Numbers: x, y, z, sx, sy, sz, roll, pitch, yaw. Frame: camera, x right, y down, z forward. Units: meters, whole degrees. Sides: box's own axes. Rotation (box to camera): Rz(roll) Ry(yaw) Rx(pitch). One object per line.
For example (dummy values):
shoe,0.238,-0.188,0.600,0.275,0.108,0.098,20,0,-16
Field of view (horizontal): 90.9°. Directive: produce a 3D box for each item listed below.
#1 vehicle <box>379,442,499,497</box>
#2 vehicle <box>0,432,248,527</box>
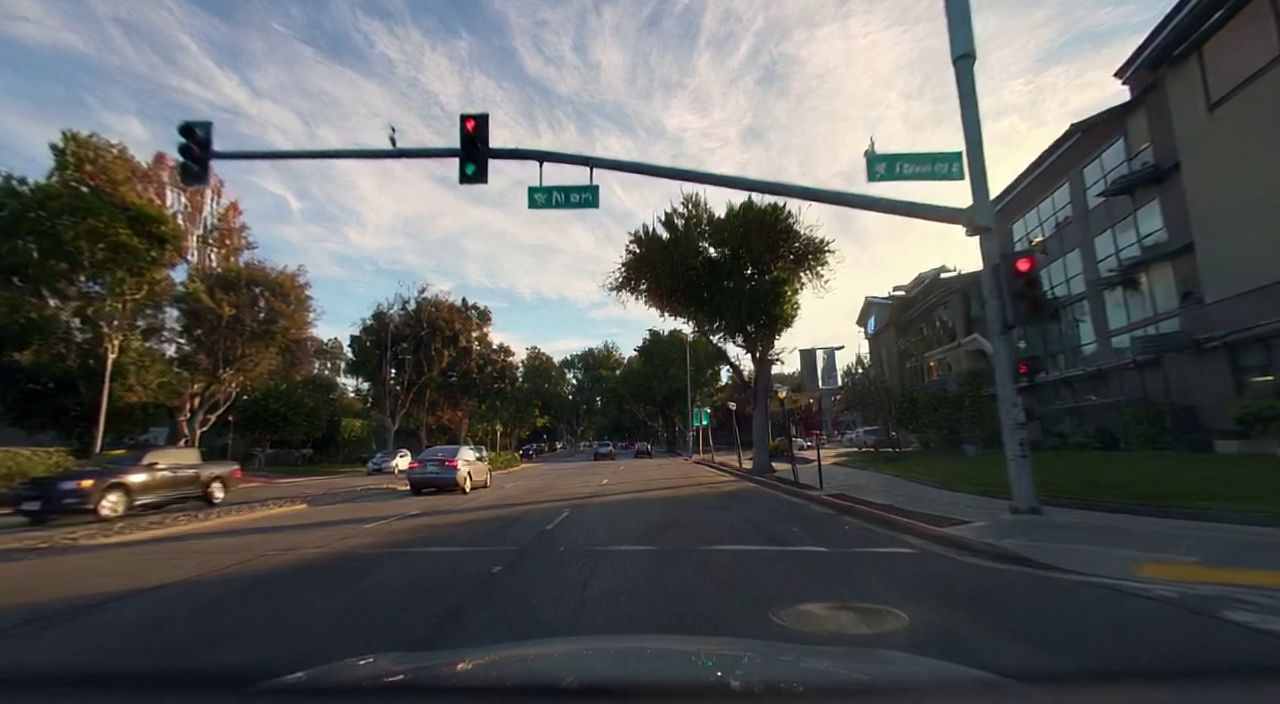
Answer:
vehicle,-5.787,3.406,18.780,2.072,1.427,4.328,0,-8,1
vehicle,-11.008,2.660,13.728,2.027,1.707,4.372,0,-8,1
